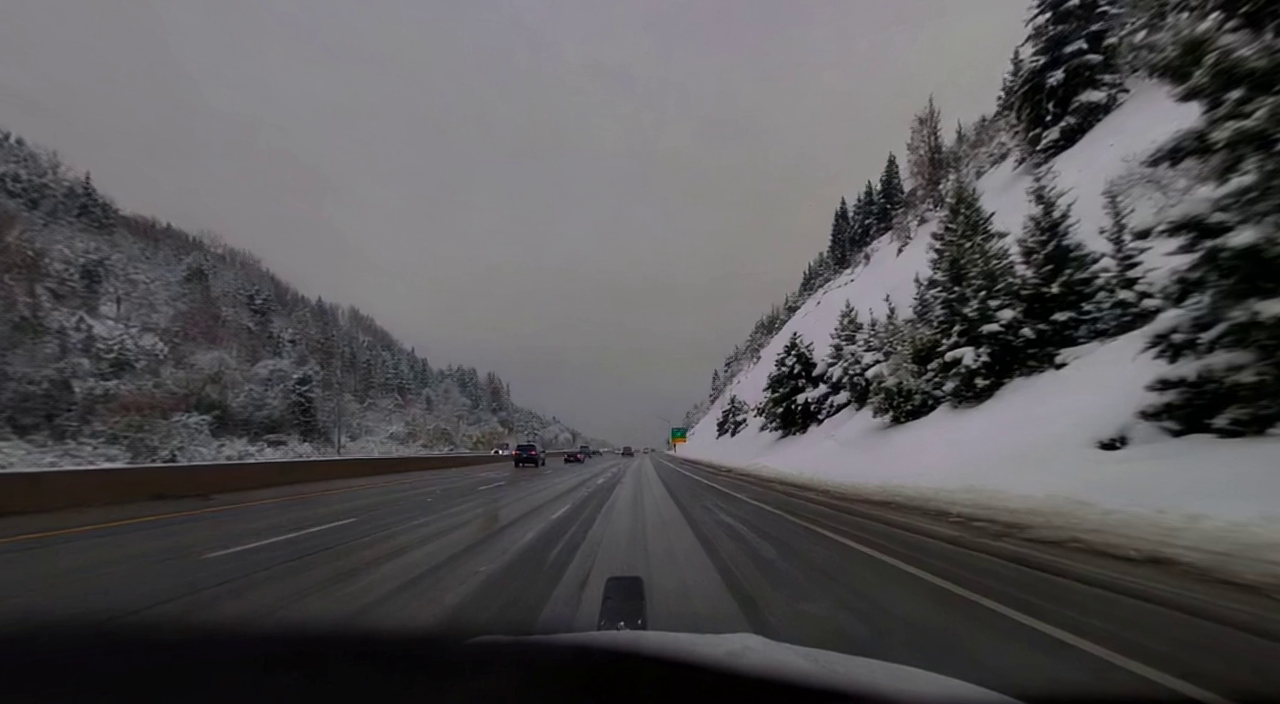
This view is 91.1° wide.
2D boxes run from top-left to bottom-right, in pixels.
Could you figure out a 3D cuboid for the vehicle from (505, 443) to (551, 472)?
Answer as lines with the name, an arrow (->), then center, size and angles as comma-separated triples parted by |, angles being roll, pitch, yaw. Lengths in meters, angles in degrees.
vehicle -> -6.682, 6.342, 37.931 | 1.972, 1.660, 4.254 | 0, -8, 0
